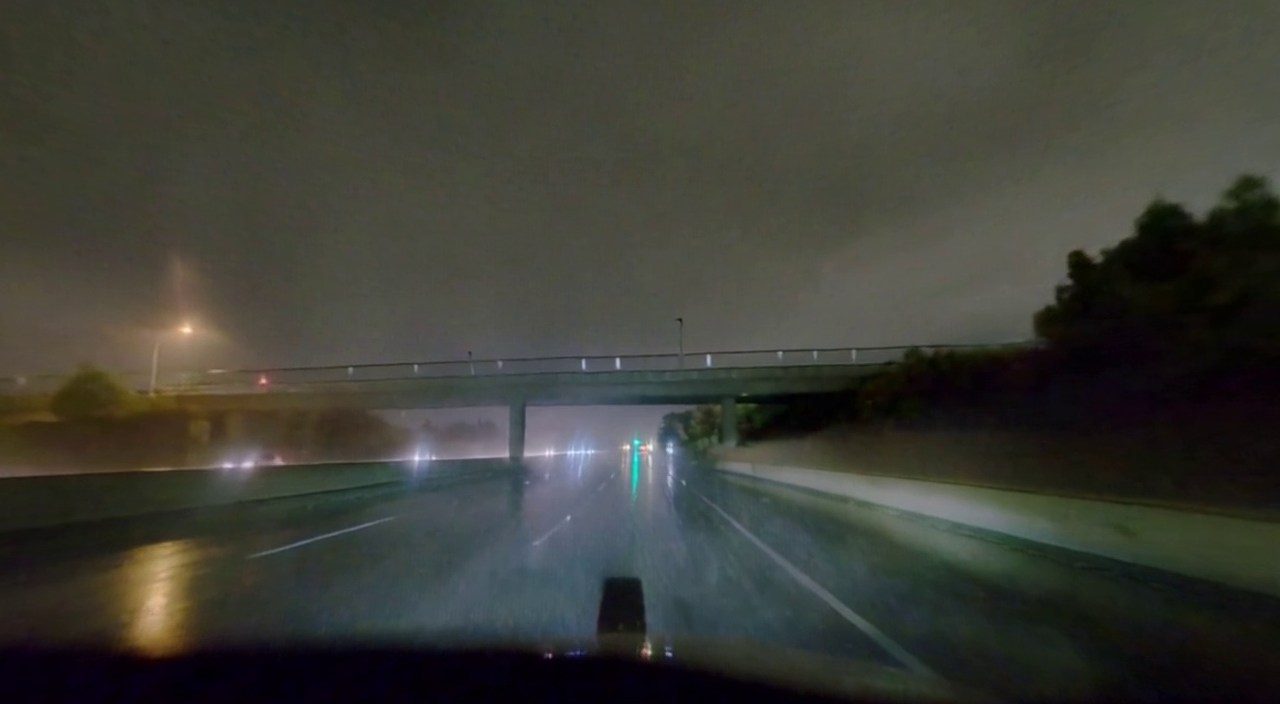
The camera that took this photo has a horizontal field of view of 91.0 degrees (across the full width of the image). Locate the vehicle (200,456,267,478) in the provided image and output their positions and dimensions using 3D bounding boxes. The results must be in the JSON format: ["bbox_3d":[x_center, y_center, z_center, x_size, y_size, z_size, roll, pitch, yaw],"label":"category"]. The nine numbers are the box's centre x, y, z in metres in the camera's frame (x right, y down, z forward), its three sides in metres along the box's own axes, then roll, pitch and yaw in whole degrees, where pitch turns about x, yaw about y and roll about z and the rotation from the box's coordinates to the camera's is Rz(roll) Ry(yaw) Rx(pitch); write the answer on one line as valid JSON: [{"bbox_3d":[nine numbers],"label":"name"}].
[{"bbox_3d":[-32.025,9.049,49.779,1.926,1.548,4.905,0,-9,1],"label":"vehicle"}]
